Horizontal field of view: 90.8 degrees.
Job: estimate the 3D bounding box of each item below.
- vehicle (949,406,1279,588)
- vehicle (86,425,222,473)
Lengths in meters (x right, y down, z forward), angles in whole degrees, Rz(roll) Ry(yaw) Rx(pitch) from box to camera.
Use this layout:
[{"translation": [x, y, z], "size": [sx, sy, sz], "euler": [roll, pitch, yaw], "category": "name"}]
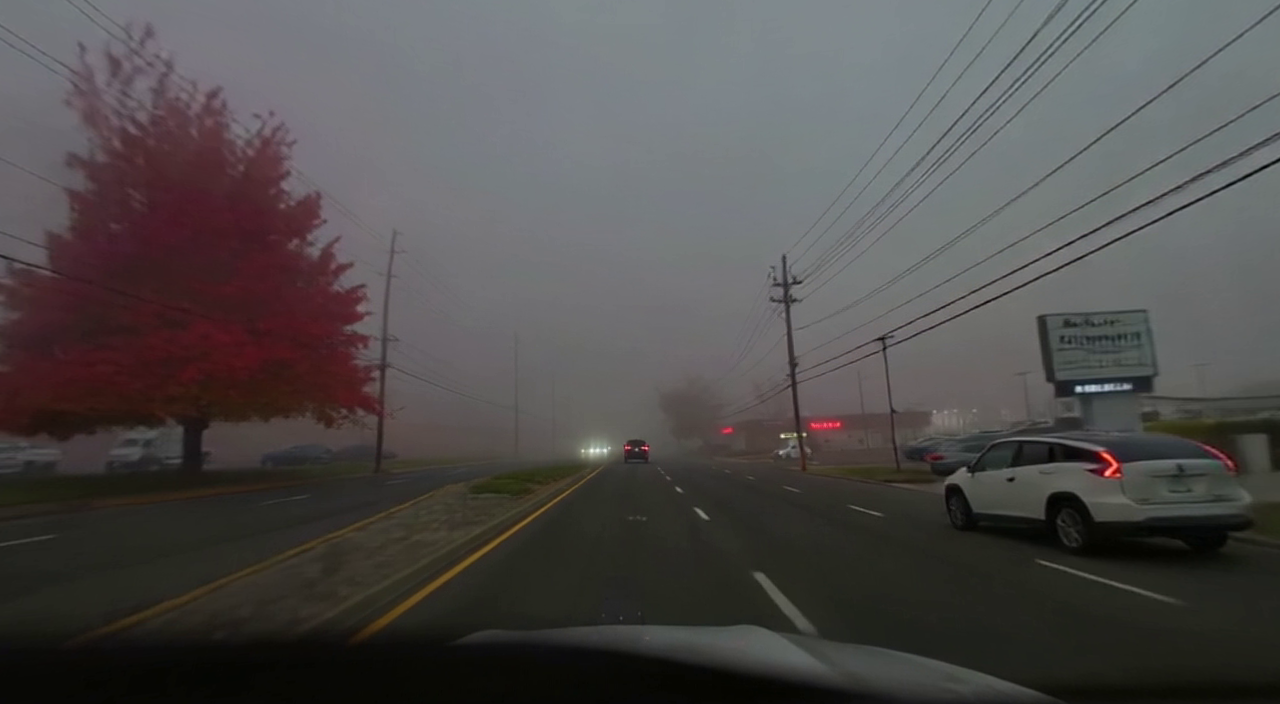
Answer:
[{"translation": [6.219, 1.701, 8.280], "size": [1.995, 1.705, 4.434], "euler": [0, -9, -1], "category": "vehicle"}, {"translation": [-28.815, 5.760, 37.711], "size": [5.851, 2.505, 2.504], "euler": [-1, -8, -9], "category": "vehicle"}]
